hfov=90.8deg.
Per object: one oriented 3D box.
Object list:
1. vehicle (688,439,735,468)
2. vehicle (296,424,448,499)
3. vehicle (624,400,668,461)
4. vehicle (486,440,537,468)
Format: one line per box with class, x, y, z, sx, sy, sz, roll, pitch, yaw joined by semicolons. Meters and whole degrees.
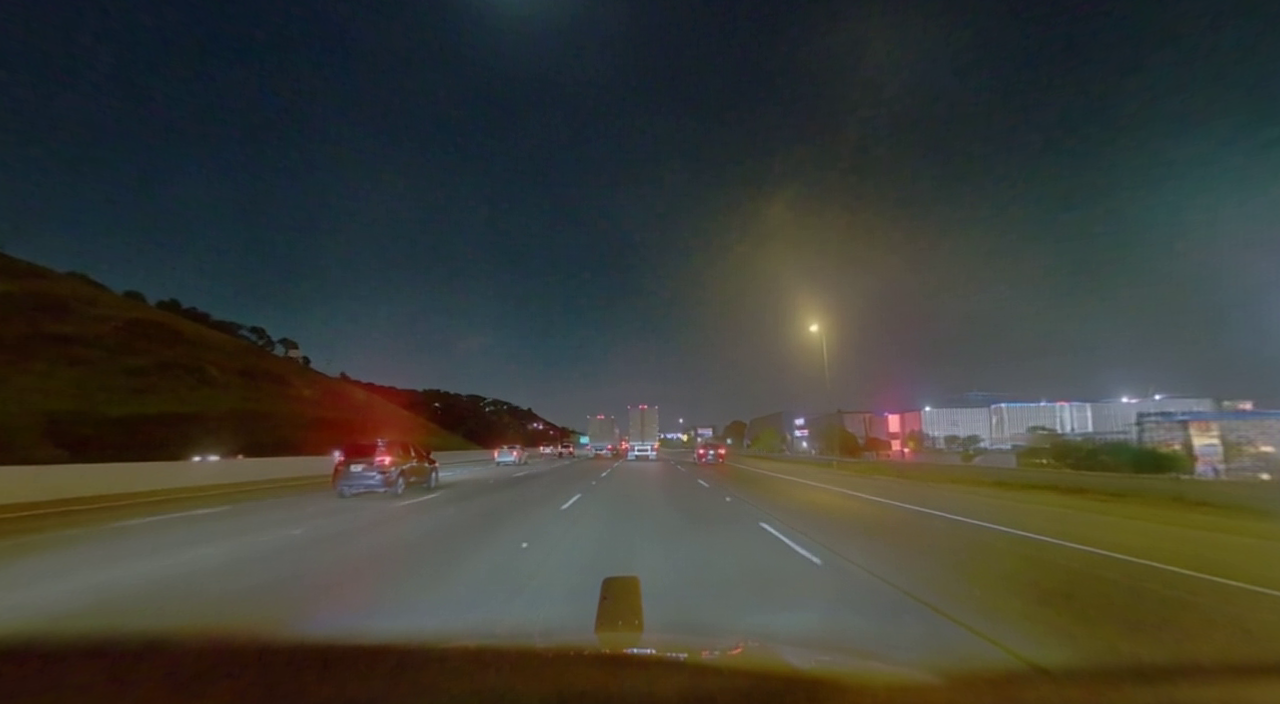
vehicle;3.765;5.451;34.055;2.006;1.452;4.246;0;-9;-1
vehicle;-7.017;2.908;17.146;2.122;1.754;4.379;0;-8;1
vehicle;0.347;6.115;48.288;2.969;4.104;10.906;0;-9;-1
vehicle;-7.241;5.798;36.084;1.891;1.460;4.506;0;-8;1
